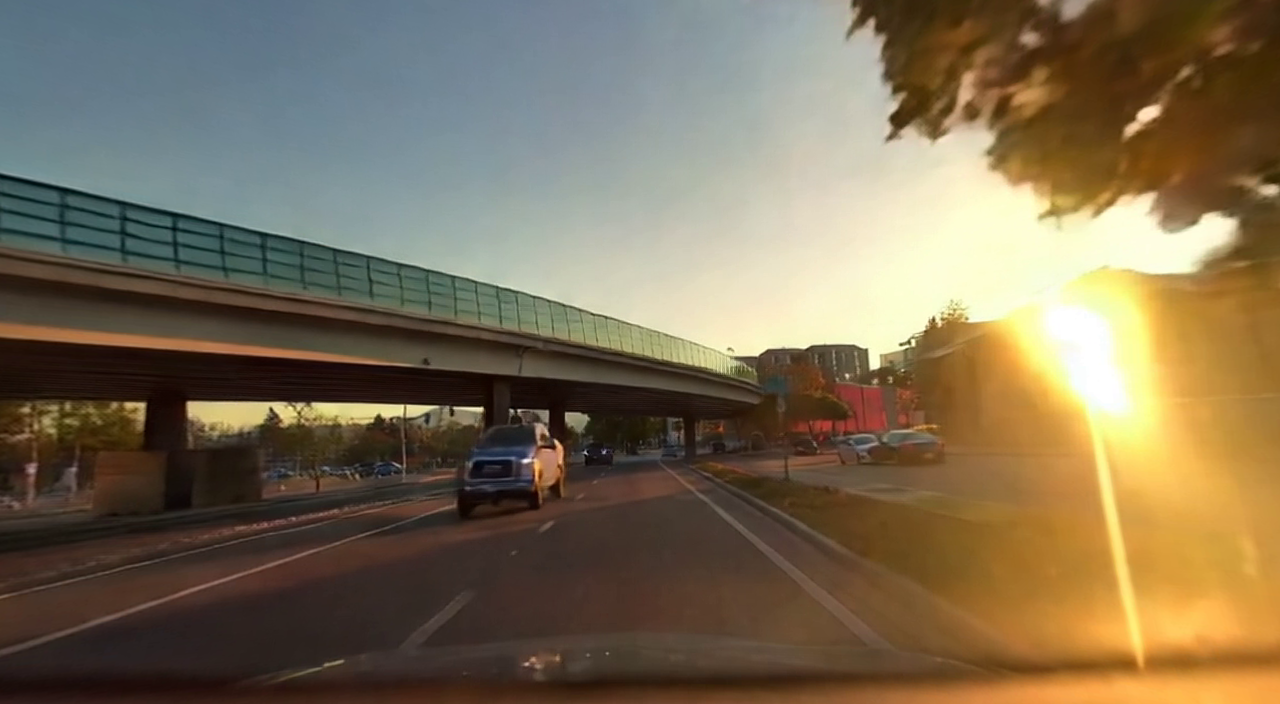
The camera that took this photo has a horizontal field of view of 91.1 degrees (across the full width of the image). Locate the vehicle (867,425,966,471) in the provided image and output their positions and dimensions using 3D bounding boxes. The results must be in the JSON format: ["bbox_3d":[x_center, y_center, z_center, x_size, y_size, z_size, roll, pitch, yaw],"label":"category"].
[{"bbox_3d":[11.606,4.069,26.766,2.051,1.534,4.466,-8,-8,-1],"label":"vehicle"}]

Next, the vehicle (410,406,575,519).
[{"bbox_3d":[-3.721,2.991,17.586,2.967,2.369,6.635,-3,-8,0],"label":"vehicle"}]
